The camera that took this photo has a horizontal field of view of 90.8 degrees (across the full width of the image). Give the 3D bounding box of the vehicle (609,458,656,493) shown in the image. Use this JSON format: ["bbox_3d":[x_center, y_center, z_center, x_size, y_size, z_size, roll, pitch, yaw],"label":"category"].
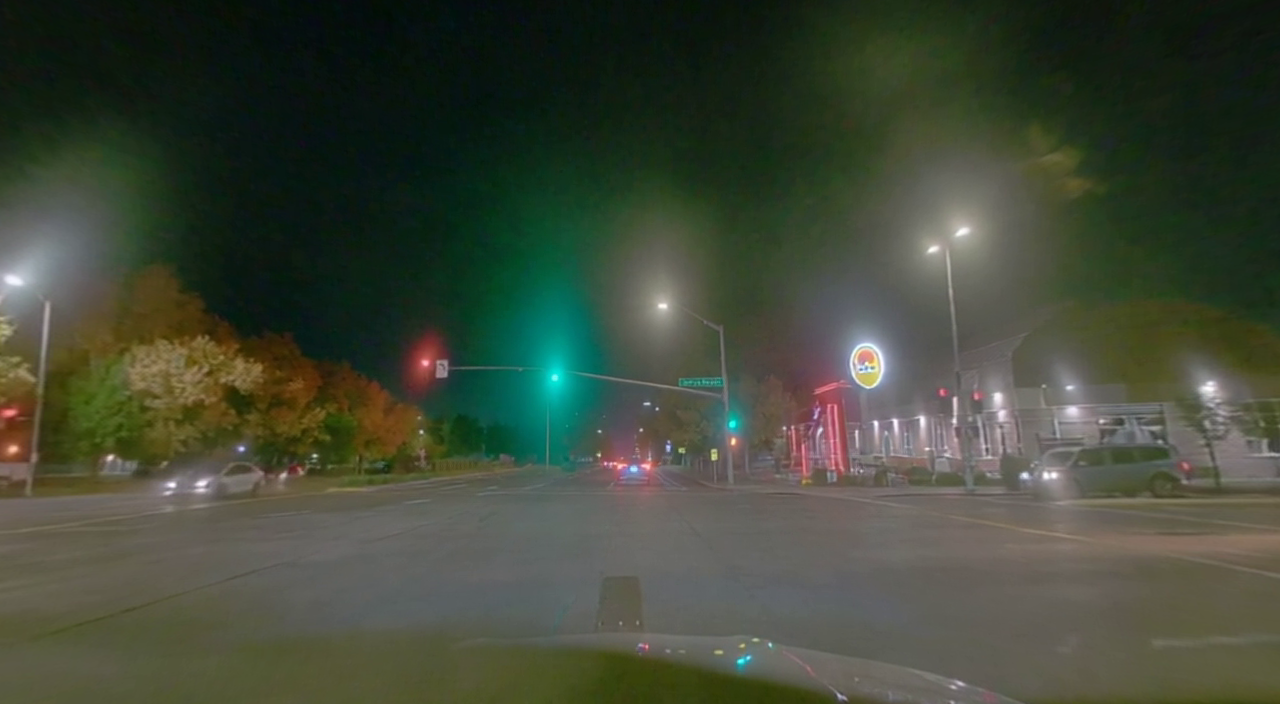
[{"bbox_3d":[-0.297,5.877,30.231,2.115,1.461,3.976,0,-8,1],"label":"vehicle"}]

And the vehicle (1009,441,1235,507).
[{"bbox_3d":[14.464,3.656,19.205,5.174,1.878,2.000,0,-8,-1],"label":"vehicle"}]

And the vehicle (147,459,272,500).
[{"bbox_3d":[-18.316,5.418,27.217,1.925,1.497,4.788,0,-8,1],"label":"vehicle"}]
